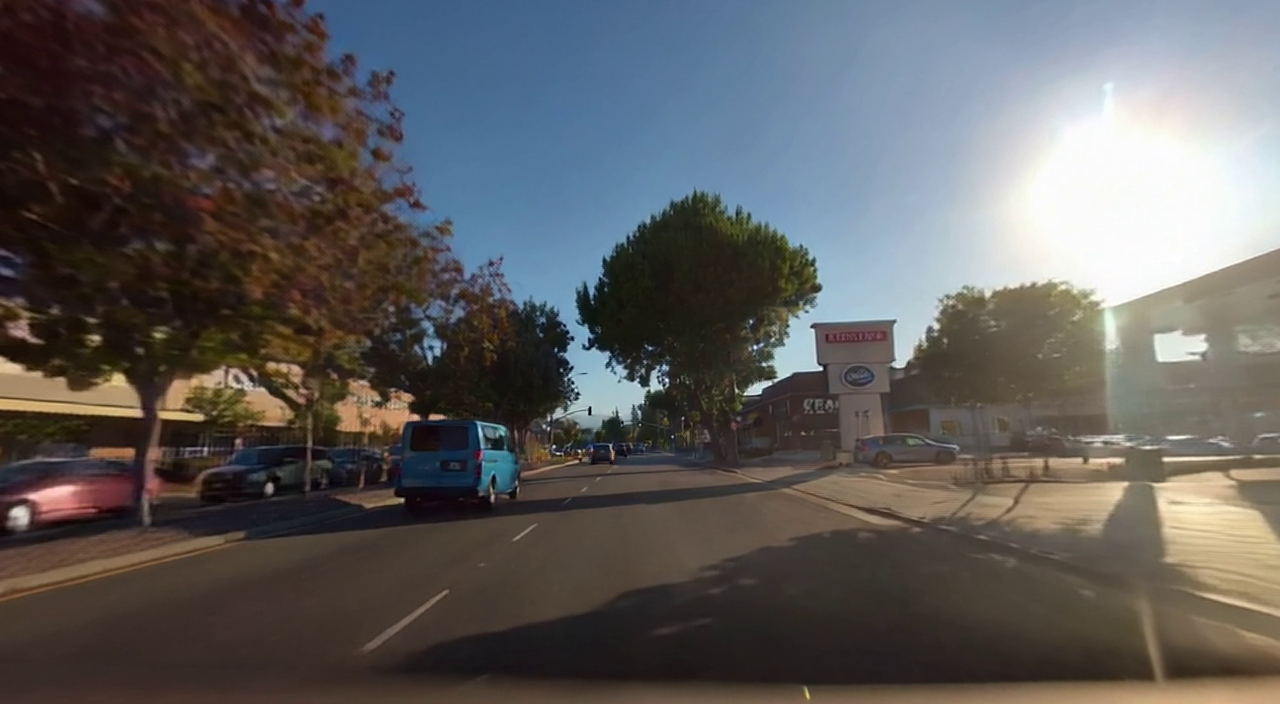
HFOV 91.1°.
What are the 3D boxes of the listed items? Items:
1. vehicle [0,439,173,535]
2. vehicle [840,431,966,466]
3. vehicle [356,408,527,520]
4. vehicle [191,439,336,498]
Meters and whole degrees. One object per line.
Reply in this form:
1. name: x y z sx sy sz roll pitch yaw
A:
1. vehicle: -12.150 2.574 12.465 2.024 1.656 4.837 0 -8 0
2. vehicle: 11.360 4.198 27.395 4.607 1.471 1.982 0 -8 1
3. vehicle: -3.985 2.350 13.729 2.152 1.987 4.952 0 -8 -1
4. vehicle: -11.759 3.618 20.007 2.044 1.649 4.211 0 -8 -1
